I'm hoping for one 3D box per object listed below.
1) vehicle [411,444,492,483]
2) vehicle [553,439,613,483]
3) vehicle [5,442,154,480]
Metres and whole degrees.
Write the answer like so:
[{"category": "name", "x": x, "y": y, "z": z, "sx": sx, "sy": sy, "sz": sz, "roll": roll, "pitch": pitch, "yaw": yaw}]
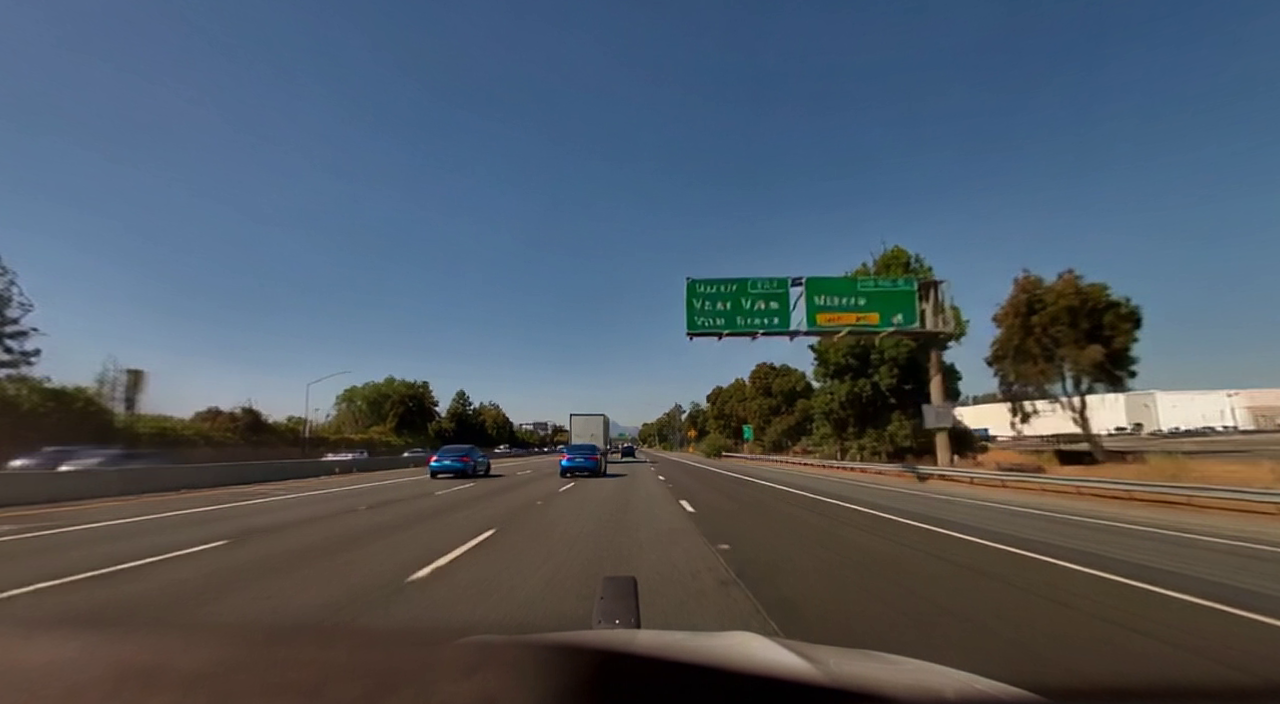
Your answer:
[{"category": "vehicle", "x": -7.766, "y": 4.629, "z": 26.487, "sx": 2.026, "sy": 1.477, "sz": 4.467, "roll": 0, "pitch": -9, "yaw": 0}, {"category": "vehicle", "x": -2.288, "y": 4.483, "z": 26.305, "sx": 2.033, "sy": 1.669, "sz": 4.112, "roll": 0, "pitch": -9, "yaw": 1}, {"category": "vehicle", "x": -27.257, "y": 5.300, "z": 31.107, "sx": 2.128, "sy": 1.667, "sz": 5.661, "roll": 0, "pitch": -9, "yaw": 0}]
